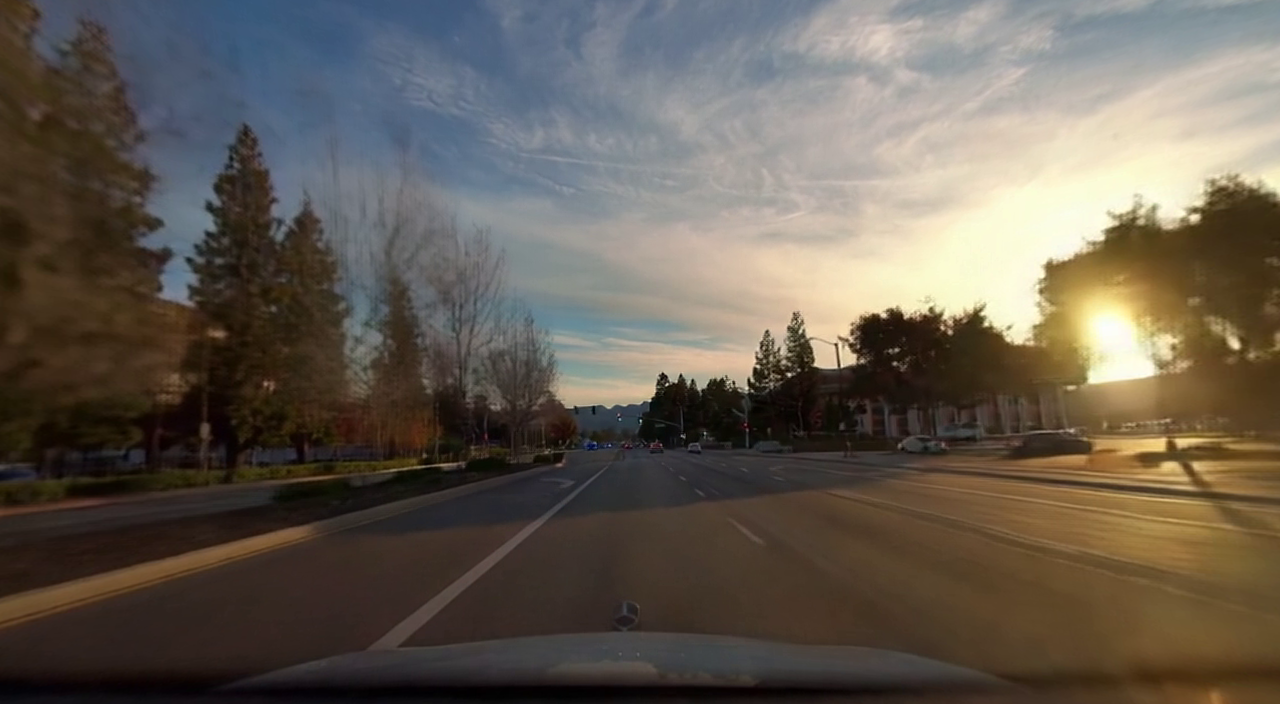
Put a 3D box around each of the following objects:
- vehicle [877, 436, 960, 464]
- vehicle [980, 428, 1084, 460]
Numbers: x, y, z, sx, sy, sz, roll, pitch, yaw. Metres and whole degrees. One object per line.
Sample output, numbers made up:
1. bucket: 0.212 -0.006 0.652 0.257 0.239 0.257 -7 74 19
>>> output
1. vehicle: 18.171 6.437 41.385 4.427 1.747 2.024 0 -9 -2
2. vehicle: 23.834 5.595 38.513 4.893 1.873 2.191 0 -8 -3
